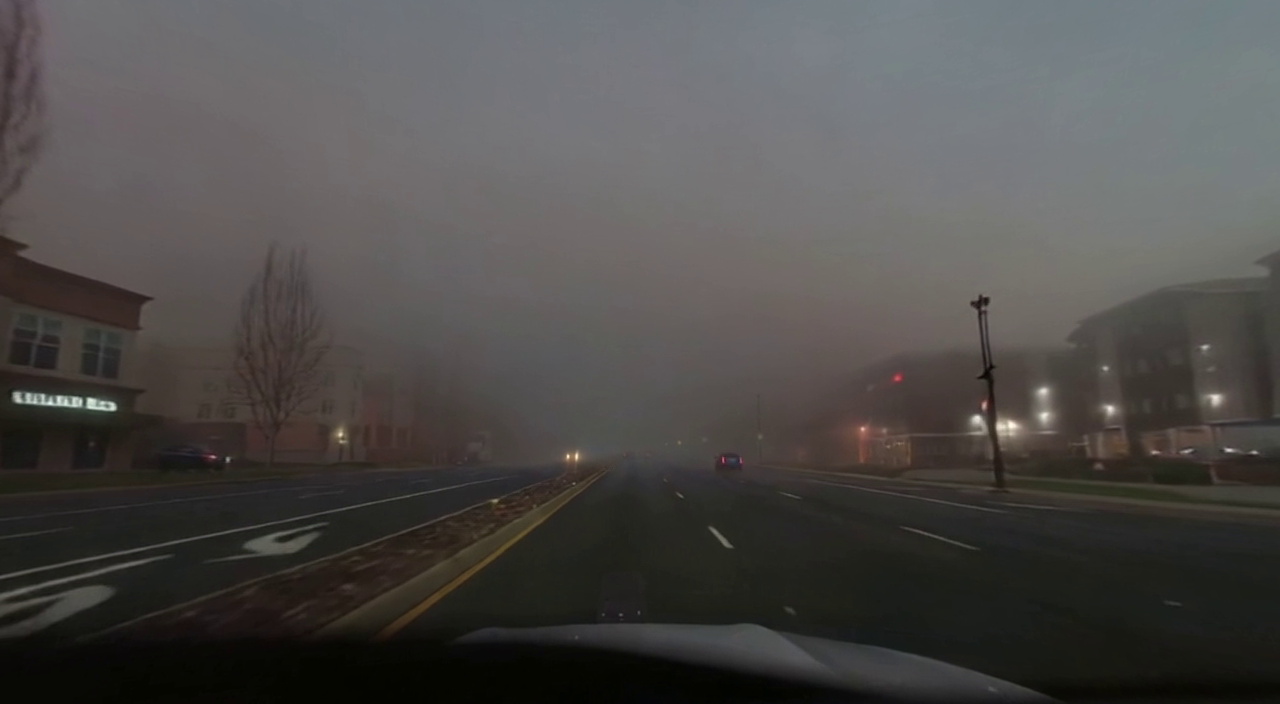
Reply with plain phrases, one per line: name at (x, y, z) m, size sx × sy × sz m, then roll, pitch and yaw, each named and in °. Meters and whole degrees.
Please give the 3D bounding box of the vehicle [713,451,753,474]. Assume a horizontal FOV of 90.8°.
vehicle at (6.284, 7.492, 42.990) m, size 1.916 × 1.437 × 4.327 m, roll 1°, pitch -9°, yaw -2°

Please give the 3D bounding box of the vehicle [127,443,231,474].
vehicle at (-29.687, 6.911, 41.006) m, size 2.207 × 1.863 × 5.860 m, roll 0°, pitch -9°, yaw 1°
